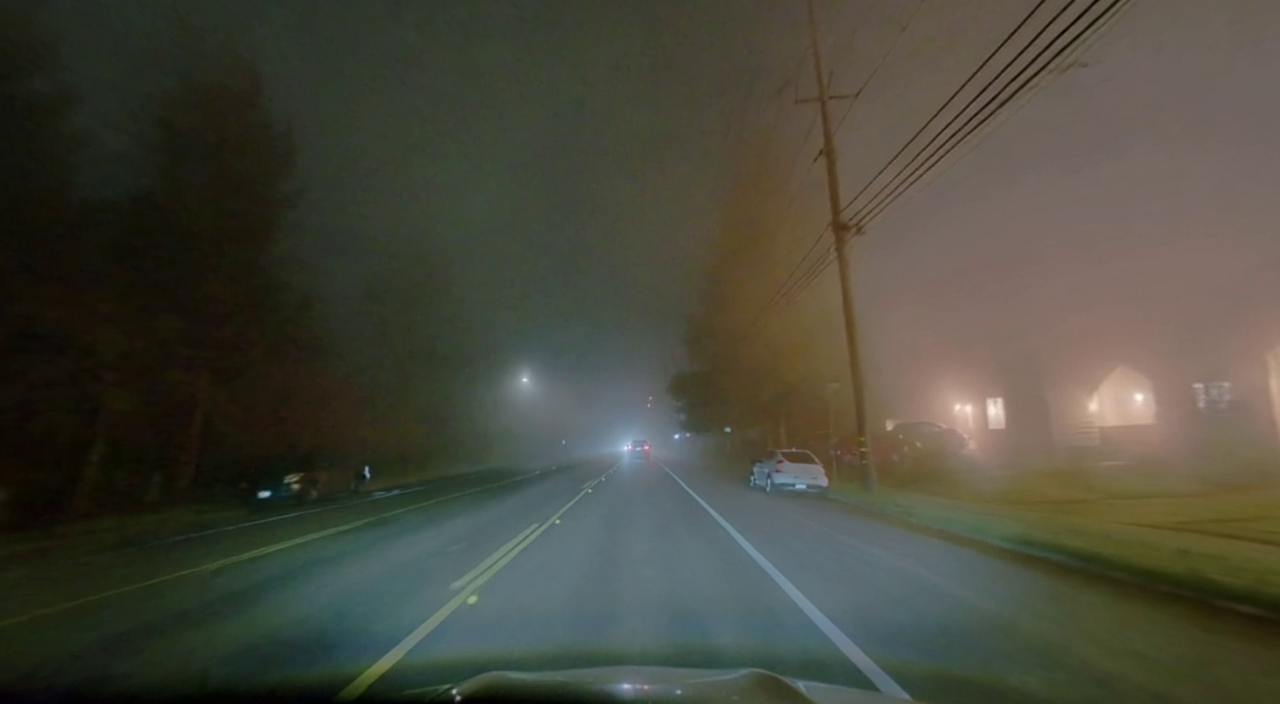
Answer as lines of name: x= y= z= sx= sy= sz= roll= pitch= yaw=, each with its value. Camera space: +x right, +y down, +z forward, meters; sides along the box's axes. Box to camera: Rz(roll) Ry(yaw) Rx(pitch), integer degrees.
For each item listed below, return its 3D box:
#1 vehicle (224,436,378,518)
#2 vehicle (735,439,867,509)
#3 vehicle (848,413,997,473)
vehicle: x=-10.958 y=4.013 z=20.987 sx=2.111 sy=2.050 sz=5.328 roll=-8 pitch=-8 yaw=0
vehicle: x=3.901 y=3.021 z=16.205 sx=2.167 sy=1.535 sz=4.464 roll=0 pitch=-8 yaw=-1
vehicle: x=10.847 y=3.515 z=24.424 sx=4.709 sy=1.743 sz=1.965 roll=-5 pitch=-8 yaw=-8
